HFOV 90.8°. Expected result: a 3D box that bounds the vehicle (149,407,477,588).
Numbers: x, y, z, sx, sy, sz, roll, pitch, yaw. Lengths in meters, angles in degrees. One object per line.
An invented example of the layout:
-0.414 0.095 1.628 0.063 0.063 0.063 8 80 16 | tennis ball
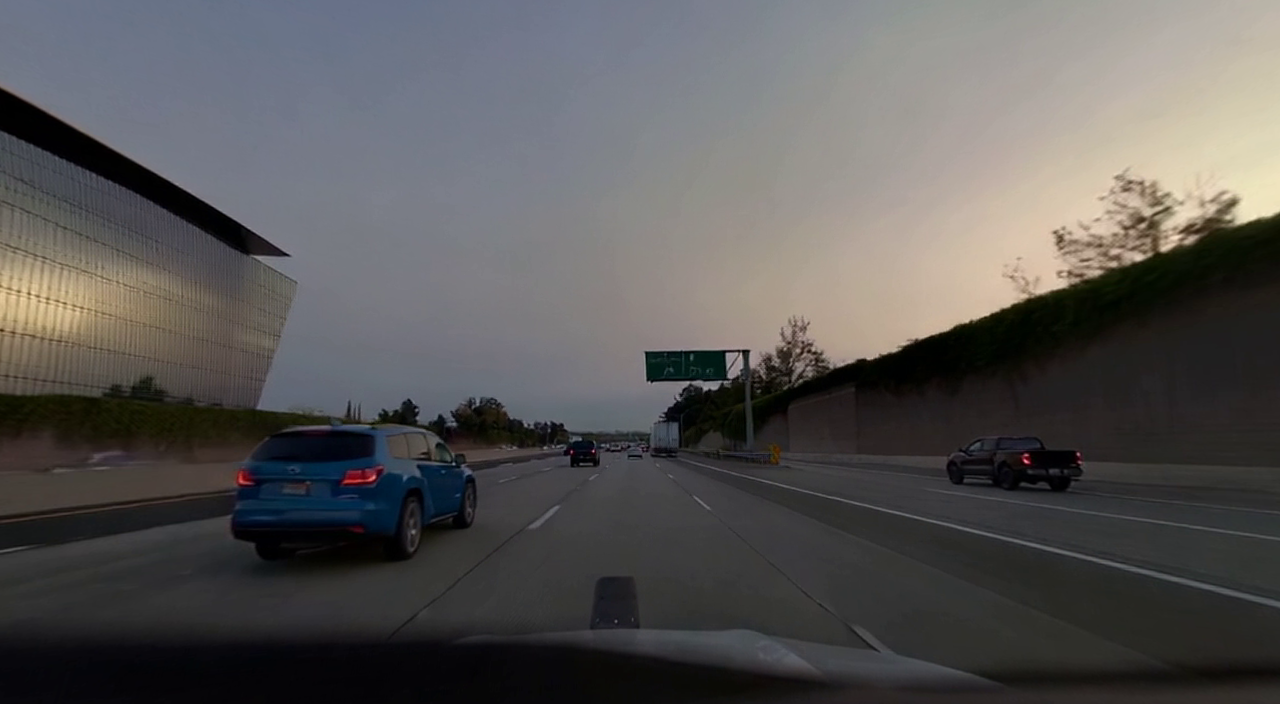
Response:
-3.671 1.713 8.219 2.039 1.710 4.237 0 -9 -1 | vehicle

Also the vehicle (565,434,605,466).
-3.576 6.576 42.443 2.284 2.022 5.752 0 -9 -1 | vehicle

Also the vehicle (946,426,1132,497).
11.509 3.210 18.836 2.089 1.787 5.080 0 -9 -2 | vehicle

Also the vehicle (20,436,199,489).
-20.399 4.281 24.781 2.275 1.834 5.473 0 -9 0 | vehicle
